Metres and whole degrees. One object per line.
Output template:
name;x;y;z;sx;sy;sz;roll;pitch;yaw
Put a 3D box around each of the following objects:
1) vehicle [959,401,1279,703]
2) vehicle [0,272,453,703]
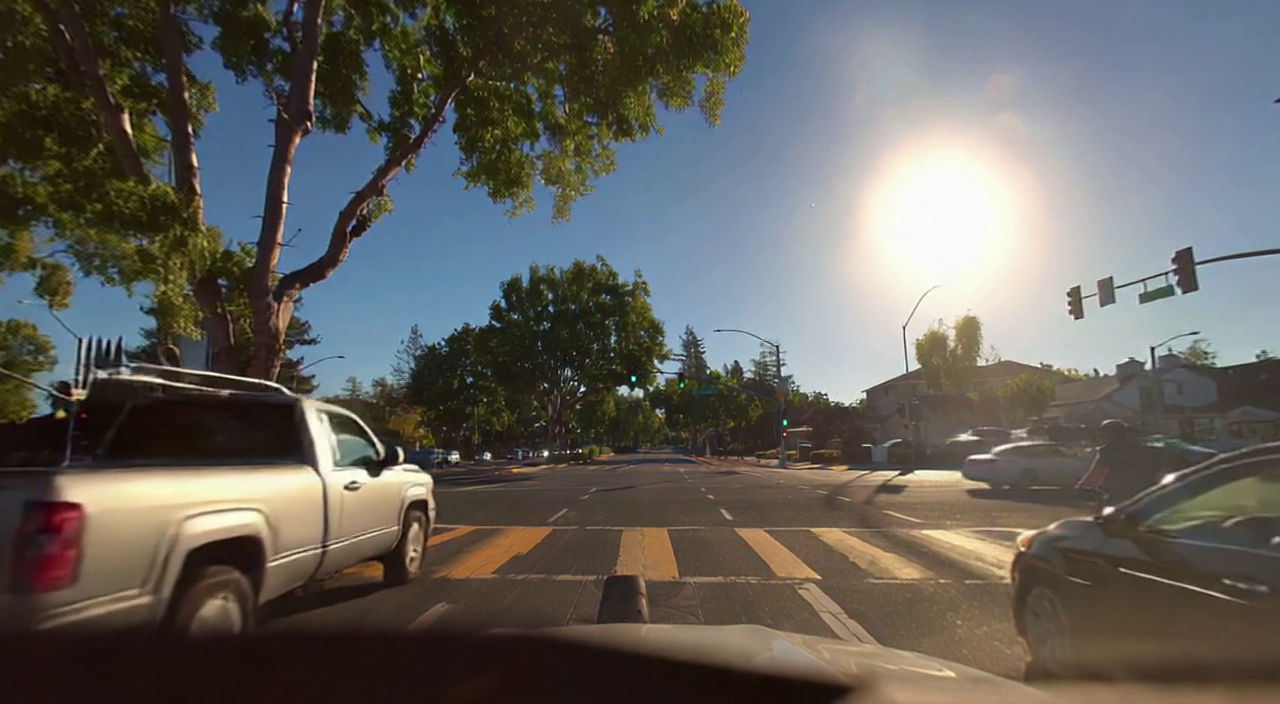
vehicle;3.106;0.869;1.892;1.990;1.454;4.490;0;-8;1
vehicle;-3.252;1.020;4.523;2.231;1.898;4.985;0;-8;0
